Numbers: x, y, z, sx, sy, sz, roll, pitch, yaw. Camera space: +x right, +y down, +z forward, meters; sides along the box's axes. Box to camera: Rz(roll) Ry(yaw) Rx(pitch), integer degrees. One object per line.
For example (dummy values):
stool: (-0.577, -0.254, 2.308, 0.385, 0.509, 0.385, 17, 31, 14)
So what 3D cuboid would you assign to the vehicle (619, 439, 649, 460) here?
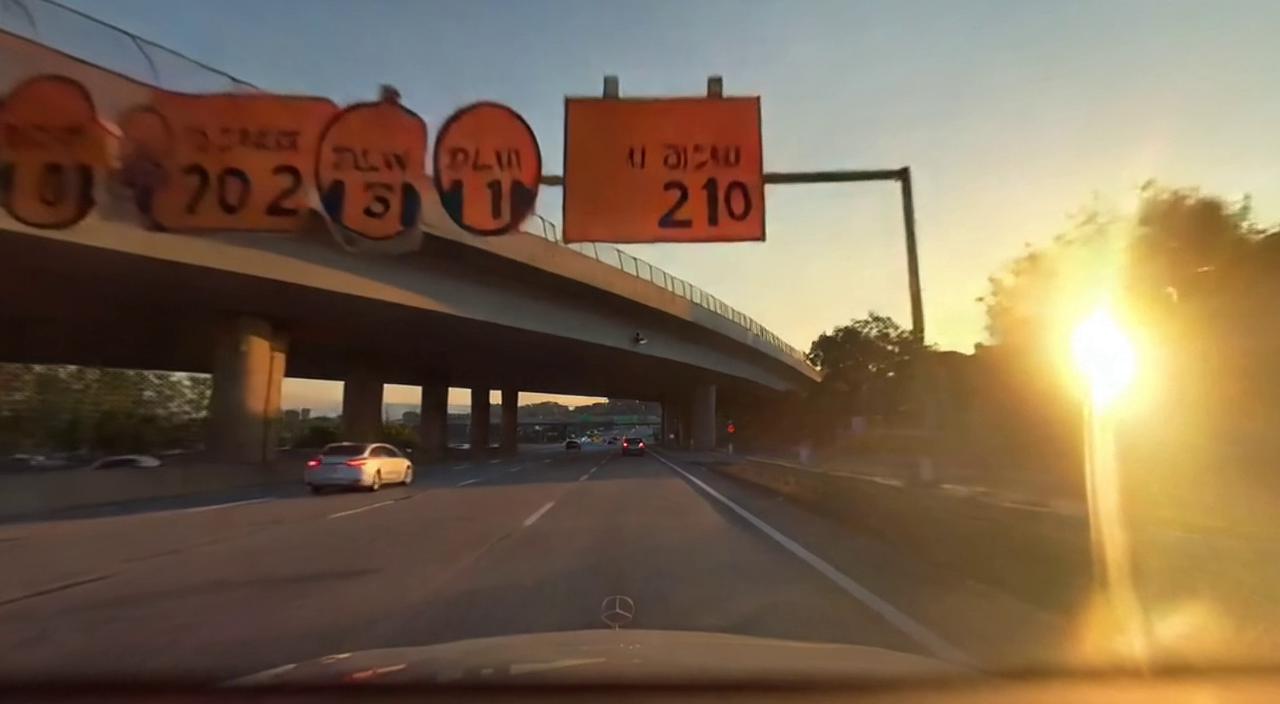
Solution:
vehicle: (-0.419, 7.023, 45.462, 2.072, 1.440, 3.690, 0, -8, -1)

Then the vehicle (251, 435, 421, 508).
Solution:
vehicle: (-7.272, 2.868, 15.741, 1.939, 1.504, 4.727, 0, -8, -1)

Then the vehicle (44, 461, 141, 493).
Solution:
vehicle: (-27.302, 6.221, 31.563, 1.637, 1.384, 3.701, 0, -8, -3)
